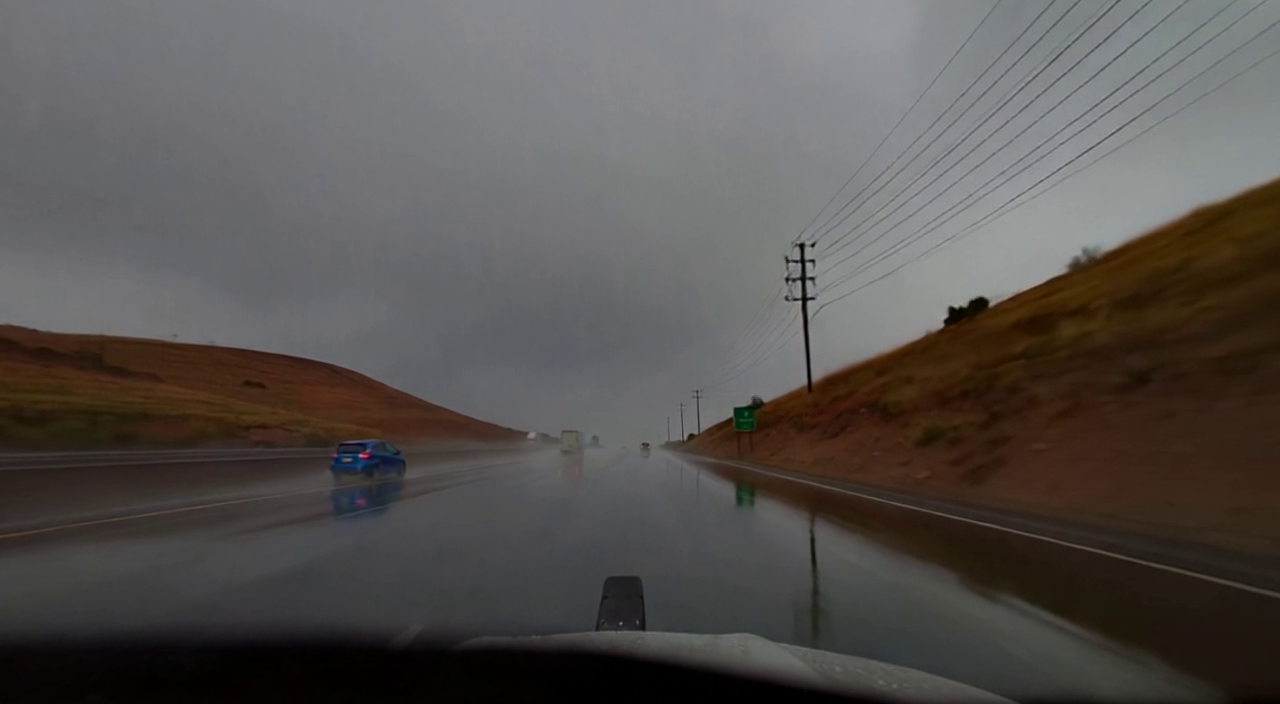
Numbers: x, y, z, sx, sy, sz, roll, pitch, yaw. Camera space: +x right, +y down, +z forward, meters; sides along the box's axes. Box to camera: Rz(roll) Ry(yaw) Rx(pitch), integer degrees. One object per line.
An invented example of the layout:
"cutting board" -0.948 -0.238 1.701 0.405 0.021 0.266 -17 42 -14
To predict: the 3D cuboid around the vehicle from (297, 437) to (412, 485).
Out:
"vehicle" -10.372 3.996 23.374 1.971 1.558 4.847 1 -9 0
